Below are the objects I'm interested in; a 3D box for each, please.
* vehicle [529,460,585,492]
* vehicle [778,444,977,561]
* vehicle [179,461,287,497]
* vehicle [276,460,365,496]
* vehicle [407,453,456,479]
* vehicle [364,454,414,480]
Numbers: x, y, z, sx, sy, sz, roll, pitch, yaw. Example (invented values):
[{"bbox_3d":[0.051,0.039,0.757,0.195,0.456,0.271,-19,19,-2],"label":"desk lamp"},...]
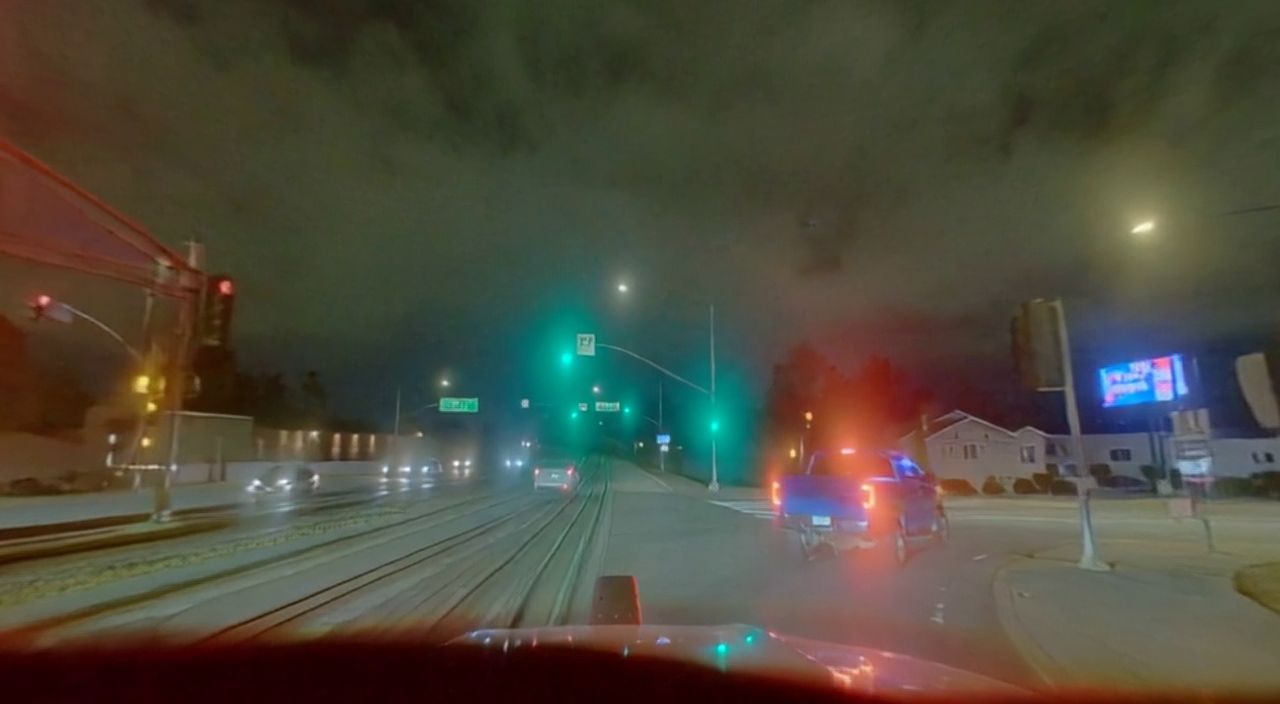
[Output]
[{"bbox_3d":[-4.061,6.190,31.875,2.004,1.482,4.799,0,-10,2],"label":"vehicle"},{"bbox_3d":[5.238,3.014,13.437,2.404,1.926,5.251,-7,-12,37],"label":"vehicle"},{"bbox_3d":[-18.099,5.646,28.406,1.908,1.482,4.621,1,-10,-2],"label":"vehicle"},{"bbox_3d":[-14.314,5.661,28.642,1.864,1.456,4.409,1,-10,-2],"label":"vehicle"},{"bbox_3d":[-15.286,8.390,46.548,2.013,1.787,4.823,0,-10,-1],"label":"vehicle"},{"bbox_3d":[-19.486,8.912,49.229,1.972,1.898,4.620,0,-10,-1],"label":"vehicle"}]
